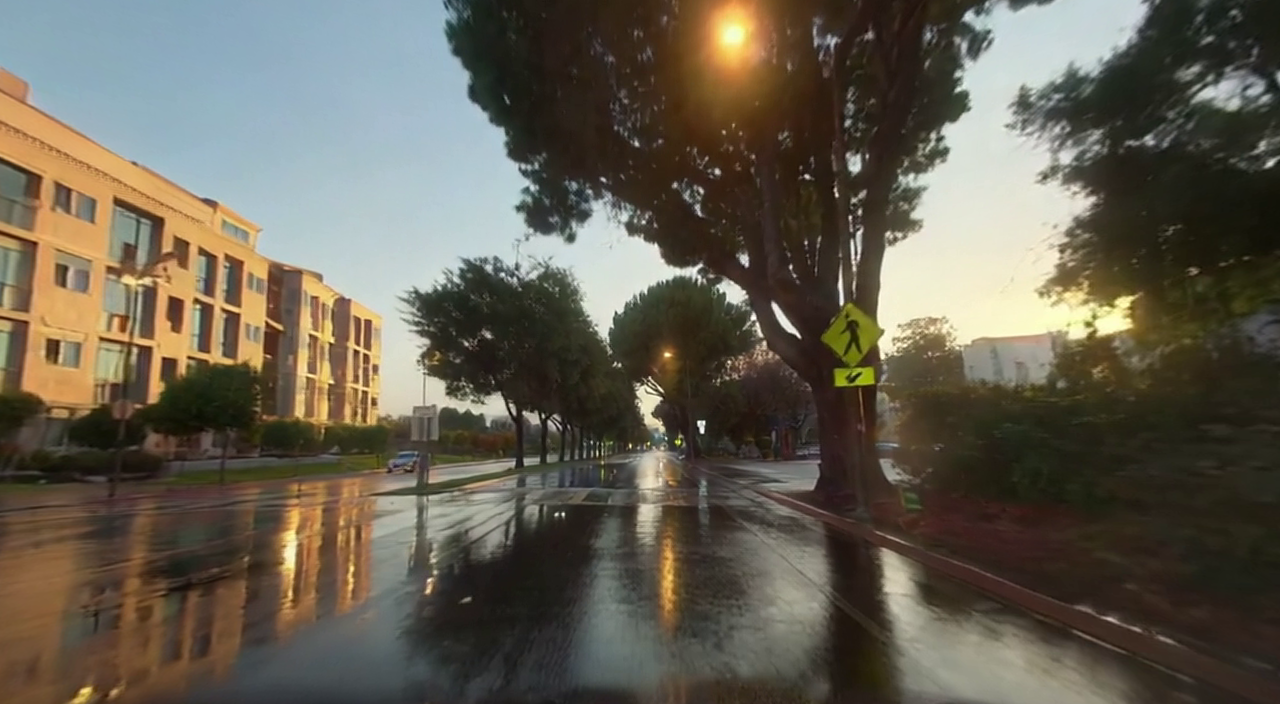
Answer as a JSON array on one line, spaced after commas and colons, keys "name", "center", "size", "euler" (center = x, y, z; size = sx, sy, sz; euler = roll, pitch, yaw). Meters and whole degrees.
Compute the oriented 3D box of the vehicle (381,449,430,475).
[{"name": "vehicle", "center": [-16.682, 7.800, 44.947], "size": [1.807, 1.570, 4.557], "euler": [-3, -8, -1]}]
